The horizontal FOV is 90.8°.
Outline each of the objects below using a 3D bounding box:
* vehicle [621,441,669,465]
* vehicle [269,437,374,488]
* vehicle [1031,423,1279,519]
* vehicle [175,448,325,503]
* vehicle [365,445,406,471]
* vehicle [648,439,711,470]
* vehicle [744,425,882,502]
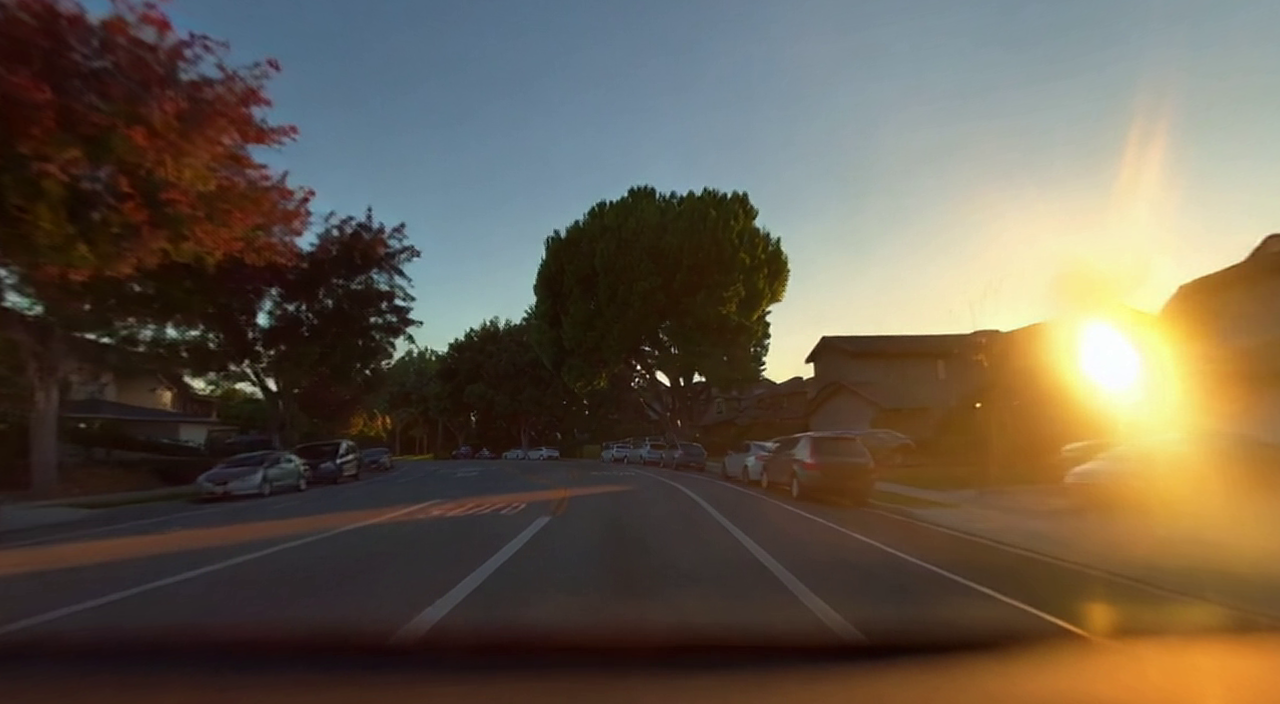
[{"bbox_3d":[0.289,6.743,42.405,1.844,1.485,4.193,4,-9,-19],"label":"vehicle"},{"bbox_3d":[-12.481,4.324,25.187,2.107,1.810,4.708,1,-8,-6],"label":"vehicle"},{"bbox_3d":[10.297,2.170,11.921,4.512,1.477,1.927,-2,-9,-3],"label":"vehicle"},{"bbox_3d":[-11.970,3.783,19.857,2.012,1.478,4.661,1,-8,-4],"label":"vehicle"},{"bbox_3d":[-15.493,6.456,38.660,1.943,1.476,4.714,3,-9,-17],"label":"vehicle"},{"bbox_3d":[2.166,5.753,35.805,2.367,1.614,4.463,3,-9,-13],"label":"vehicle"},{"bbox_3d":[4.451,2.966,17.172,2.184,1.770,4.651,1,-8,-4],"label":"vehicle"}]
